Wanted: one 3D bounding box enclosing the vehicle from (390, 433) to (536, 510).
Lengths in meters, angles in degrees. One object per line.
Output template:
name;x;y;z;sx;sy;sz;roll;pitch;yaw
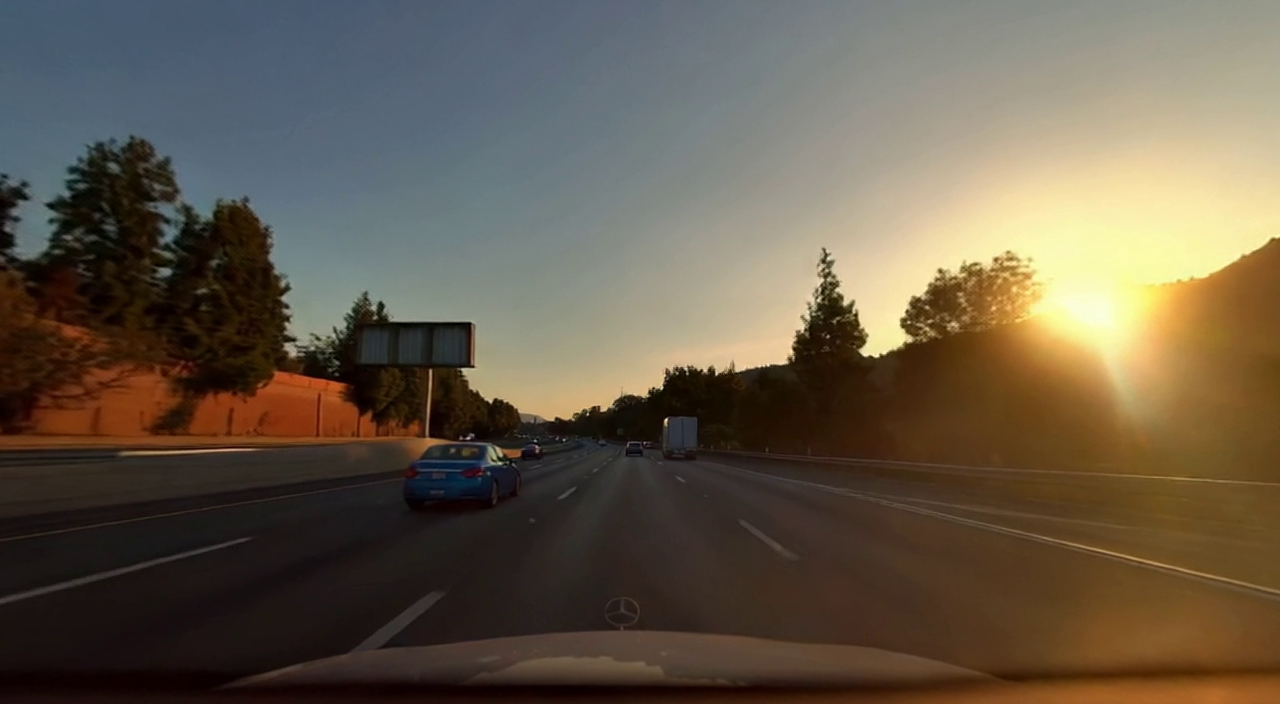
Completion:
vehicle;-3.837;2.672;14.609;2.090;1.487;4.276;-1;-8;1
